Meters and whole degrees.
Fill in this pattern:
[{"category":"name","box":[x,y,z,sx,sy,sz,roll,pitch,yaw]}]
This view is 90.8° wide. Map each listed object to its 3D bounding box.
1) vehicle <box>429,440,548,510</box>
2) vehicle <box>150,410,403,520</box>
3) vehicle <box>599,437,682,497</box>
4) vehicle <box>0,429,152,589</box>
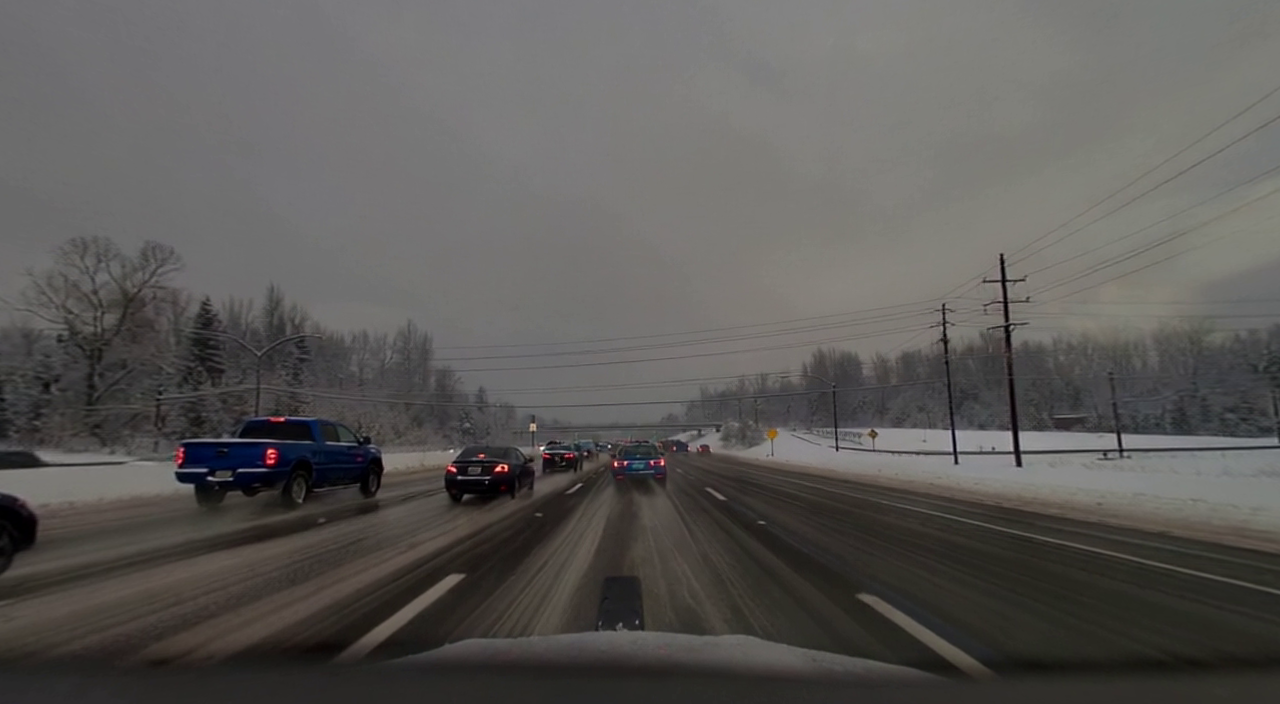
[{"category":"vehicle","box":[-3.478,2.874,15.328,1.899,1.437,4.131,0,-8,0]},{"category":"vehicle","box":[-7.500,2.415,14.040,2.194,1.922,5.637,0,-8,1]},{"category":"vehicle","box":[-0.023,3.264,18.365,2.102,1.499,4.439,0,-8,-1]},{"category":"vehicle","box":[-6.876,1.363,5.227,1.900,1.461,4.706,0,-8,0]}]
